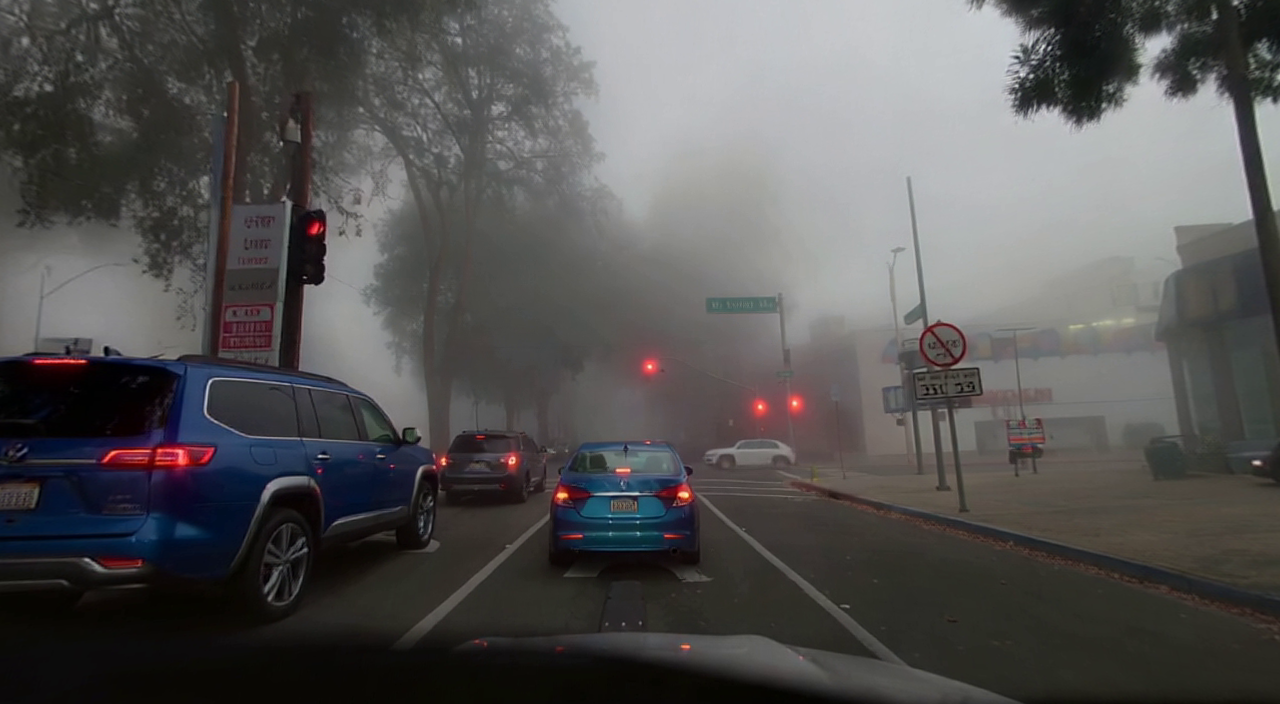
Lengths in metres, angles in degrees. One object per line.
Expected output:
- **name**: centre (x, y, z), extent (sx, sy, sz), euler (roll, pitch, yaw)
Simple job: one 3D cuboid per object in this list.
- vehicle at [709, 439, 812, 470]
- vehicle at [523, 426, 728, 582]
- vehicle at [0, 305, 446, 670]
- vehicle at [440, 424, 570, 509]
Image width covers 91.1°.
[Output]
- **vehicle**: centre (6.130, 5.232, 32.203), extent (4.809, 1.476, 1.845), euler (1, -9, -9)
- **vehicle**: centre (-0.169, 1.780, 8.188), extent (1.966, 1.481, 4.146), euler (0, -8, -1)
- **vehicle**: centre (-3.812, 1.132, 6.227), extent (2.152, 2.118, 5.066), euler (0, -8, 0)
- **vehicle**: centre (-2.924, 2.596, 14.617), extent (2.047, 1.664, 4.148), euler (0, -8, 1)
